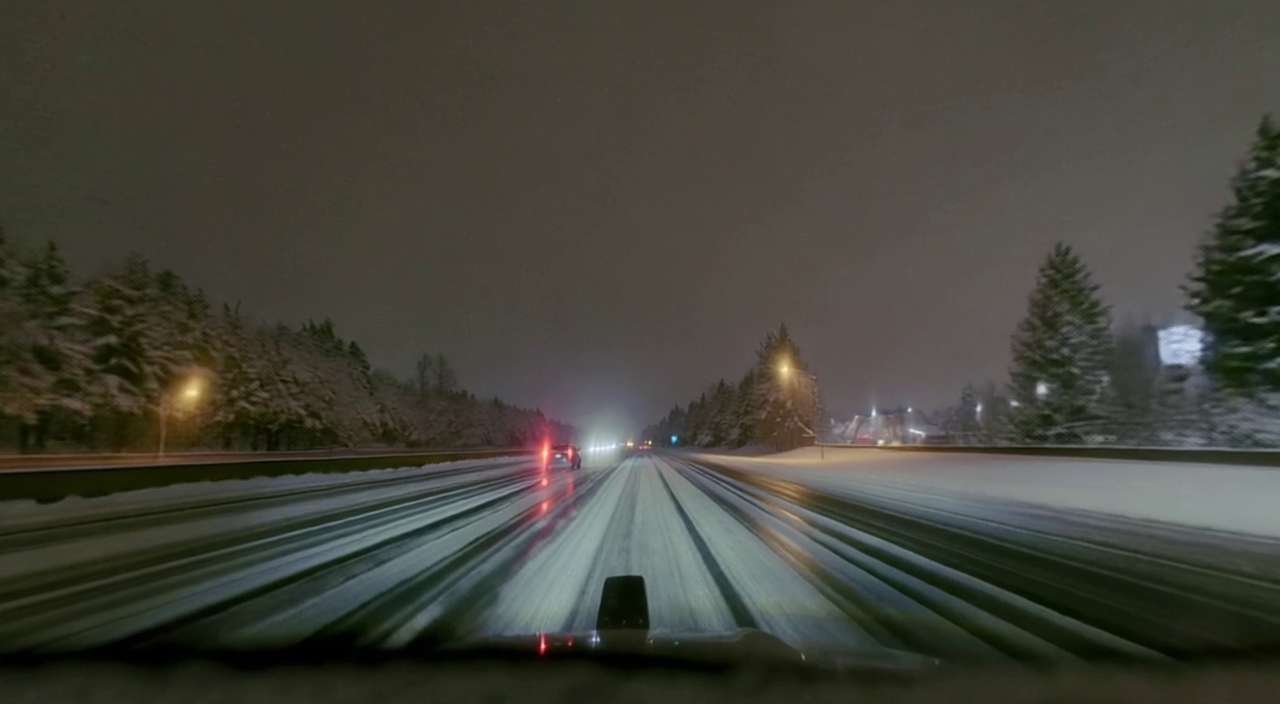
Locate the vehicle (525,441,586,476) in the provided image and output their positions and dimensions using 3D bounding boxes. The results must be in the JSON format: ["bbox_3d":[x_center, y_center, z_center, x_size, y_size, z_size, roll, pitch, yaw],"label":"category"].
[{"bbox_3d":[-3.720,4.773,28.520,2.128,1.450,4.078,-1,-8,1],"label":"vehicle"}]
